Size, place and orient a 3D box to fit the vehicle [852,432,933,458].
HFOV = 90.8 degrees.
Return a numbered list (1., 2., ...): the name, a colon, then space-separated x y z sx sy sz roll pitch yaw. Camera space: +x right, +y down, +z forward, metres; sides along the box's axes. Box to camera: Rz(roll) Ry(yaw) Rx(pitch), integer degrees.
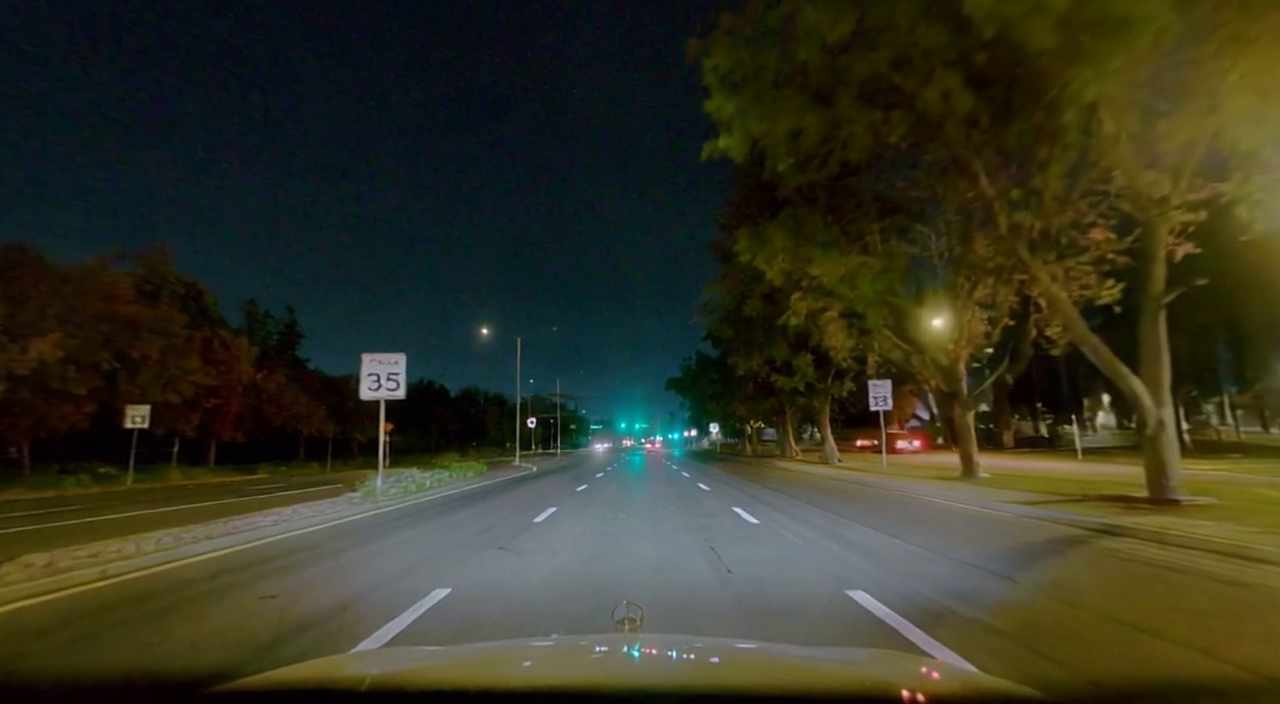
1. vehicle: 16.977 6.261 42.575 4.530 1.640 2.074 0 -8 -2
